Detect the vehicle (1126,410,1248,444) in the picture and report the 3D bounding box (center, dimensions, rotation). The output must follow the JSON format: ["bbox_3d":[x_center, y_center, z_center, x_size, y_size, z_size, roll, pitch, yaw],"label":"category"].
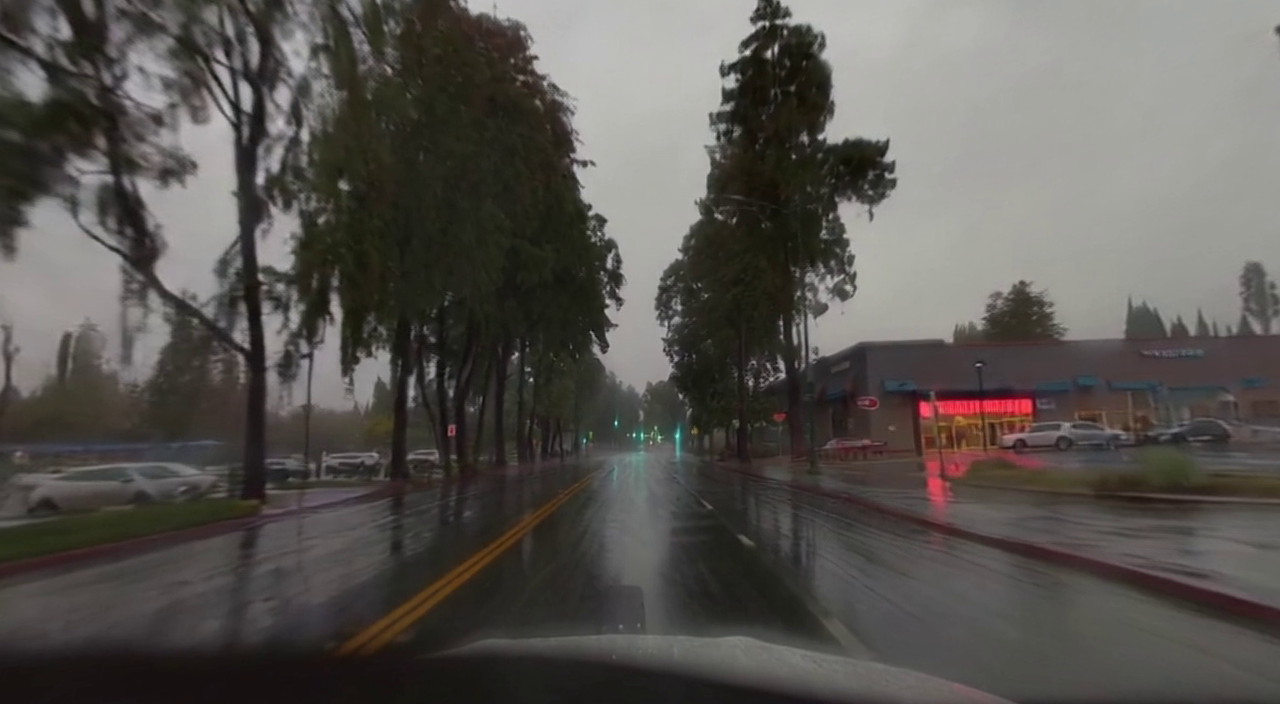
[{"bbox_3d":[32.269,4.468,37.382,5.318,1.849,2.058,0,-9,-2],"label":"vehicle"}]

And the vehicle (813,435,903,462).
[{"bbox_3d":[12.136,5.398,35.420,4.404,1.445,1.844,-2,-9,8],"label":"vehicle"}]

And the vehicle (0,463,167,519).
[{"bbox_3d":[-15.877,3.874,17.752,3.771,1.404,1.639,0,-9,-2],"label":"vehicle"}]

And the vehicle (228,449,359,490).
[{"bbox_3d":[-15.289,5.189,28.044,4.579,1.701,2.033,-1,-9,1],"label":"vehicle"}]

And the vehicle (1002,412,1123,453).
[{"bbox_3d":[24.968,4.811,37.501,5.444,1.901,2.250,-5,-8,0],"label":"vehicle"}]
